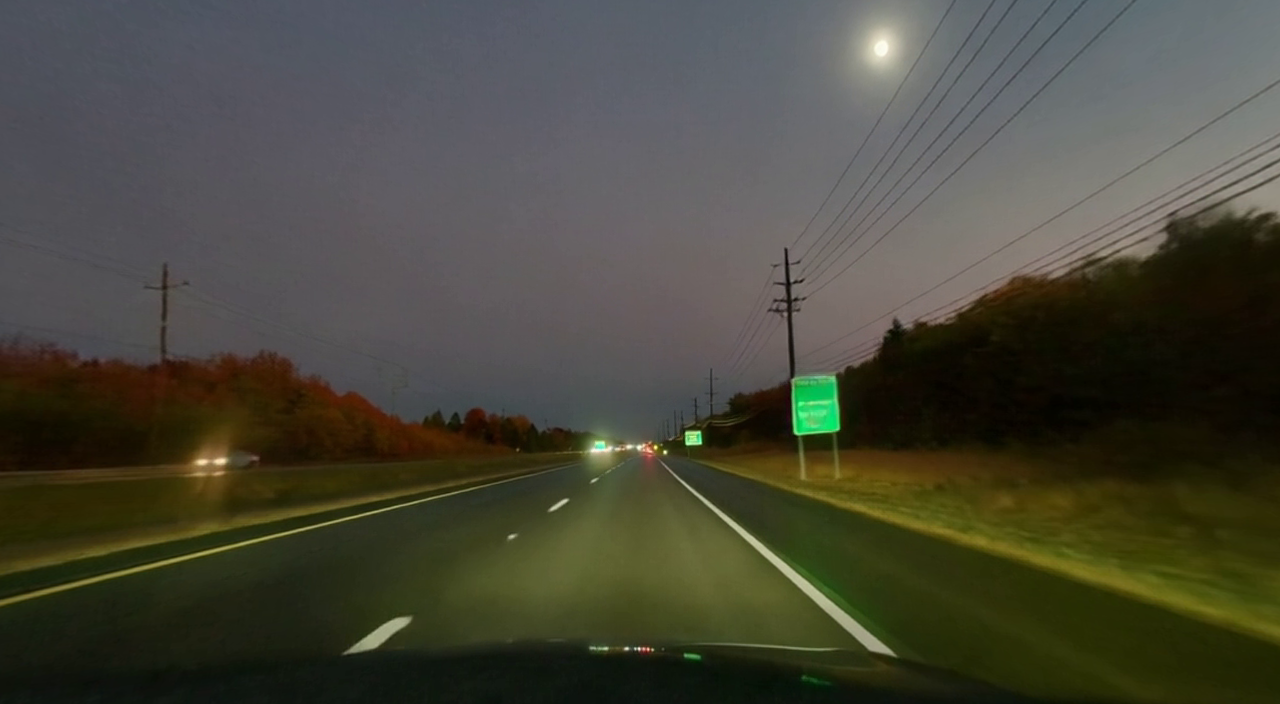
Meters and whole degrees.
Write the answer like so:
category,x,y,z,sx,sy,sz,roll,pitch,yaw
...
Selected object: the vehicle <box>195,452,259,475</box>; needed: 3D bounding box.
category,x,y,z,sx,sy,sz,roll,pitch,yaw
vehicle,-31.967,8.650,48.914,1.885,1.634,4.501,0,-9,1
